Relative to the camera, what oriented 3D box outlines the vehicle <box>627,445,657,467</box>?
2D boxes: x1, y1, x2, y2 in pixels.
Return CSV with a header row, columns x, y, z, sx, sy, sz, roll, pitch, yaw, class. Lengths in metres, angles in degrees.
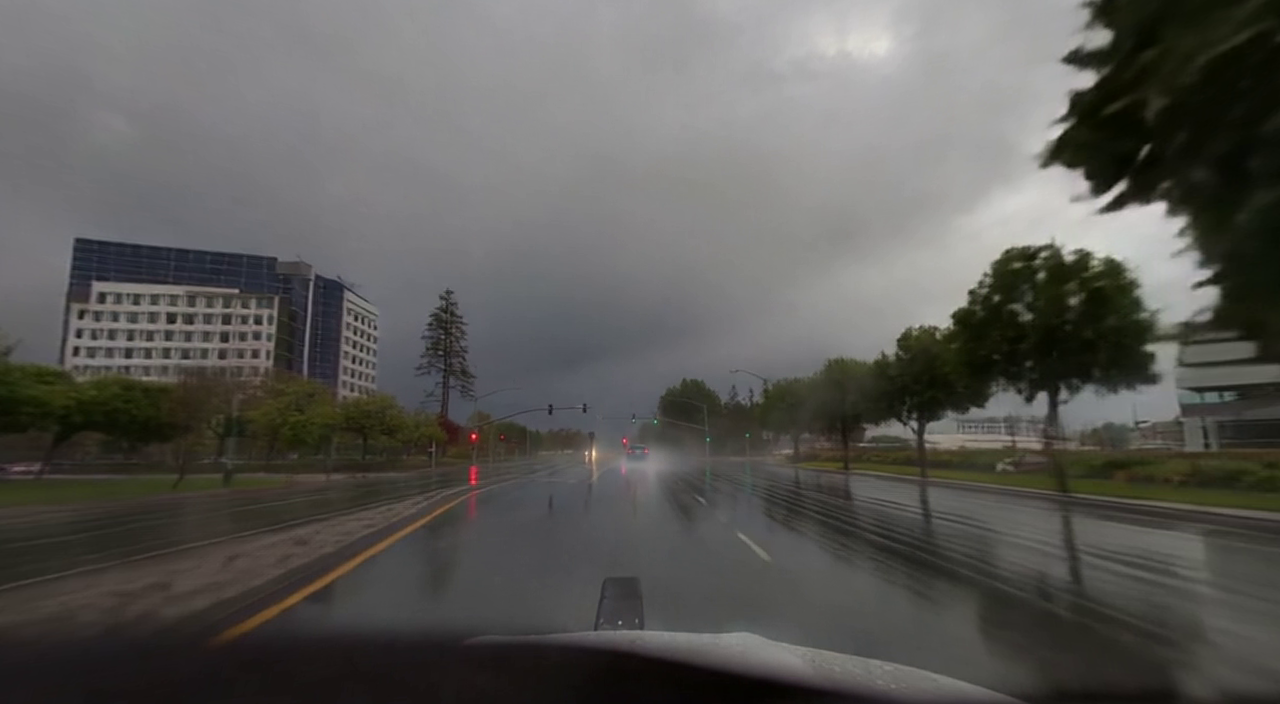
x,y,z,sx,sy,sz,roll,pitch,yaw,class
0.148,7.363,44.874,2.064,1.477,3.968,0,-9,0,vehicle
